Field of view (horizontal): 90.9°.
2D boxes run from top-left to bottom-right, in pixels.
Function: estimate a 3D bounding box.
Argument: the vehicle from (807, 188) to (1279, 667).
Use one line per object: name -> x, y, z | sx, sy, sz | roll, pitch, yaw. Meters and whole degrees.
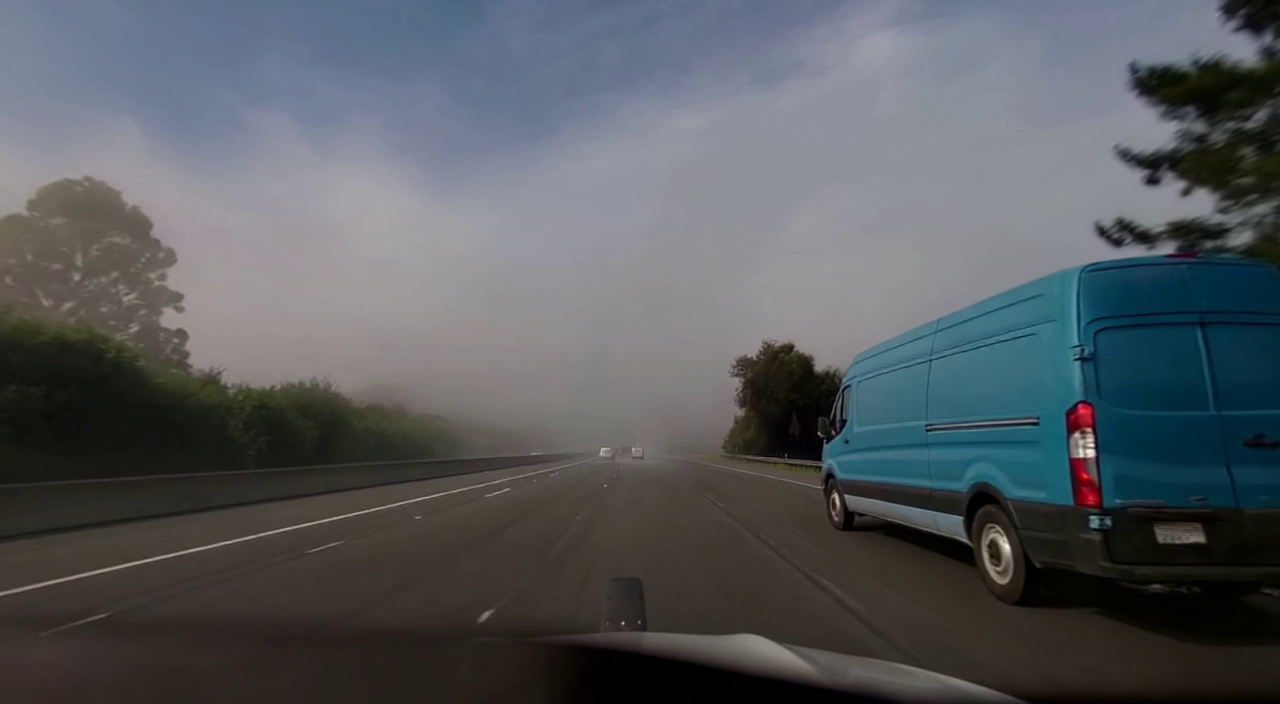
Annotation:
vehicle -> 4.103, 0.898, 7.095 | 2.527, 2.809, 6.831 | 0, -9, 0
